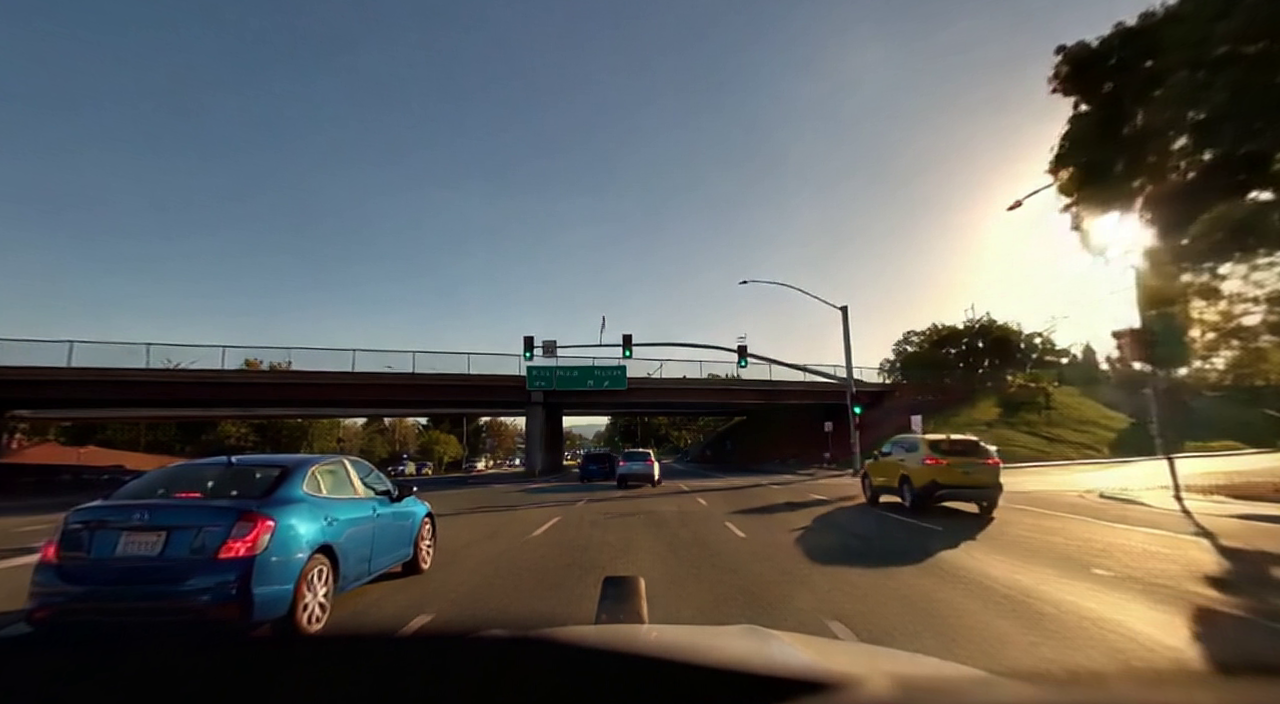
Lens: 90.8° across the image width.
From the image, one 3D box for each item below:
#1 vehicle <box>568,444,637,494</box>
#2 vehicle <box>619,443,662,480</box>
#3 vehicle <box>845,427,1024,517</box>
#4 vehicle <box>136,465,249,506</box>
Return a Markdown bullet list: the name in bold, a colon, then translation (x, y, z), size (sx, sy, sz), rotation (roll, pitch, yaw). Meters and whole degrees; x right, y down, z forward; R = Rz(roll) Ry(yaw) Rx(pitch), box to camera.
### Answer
- **vehicle**: translation (-1.382, 4.612, 25.364), size (2.060, 1.768, 4.681), rotation (-1, -8, 5)
- **vehicle**: translation (0.120, 6.375, 37.188), size (2.342, 2.026, 4.642), rotation (-1, -8, 2)
- **vehicle**: translation (6.587, 2.721, 14.831), size (2.074, 1.785, 4.320), rotation (0, -8, 0)
- **vehicle**: translation (-19.443, 5.783, 27.706), size (1.857, 1.534, 4.221), rotation (0, -8, -1)
